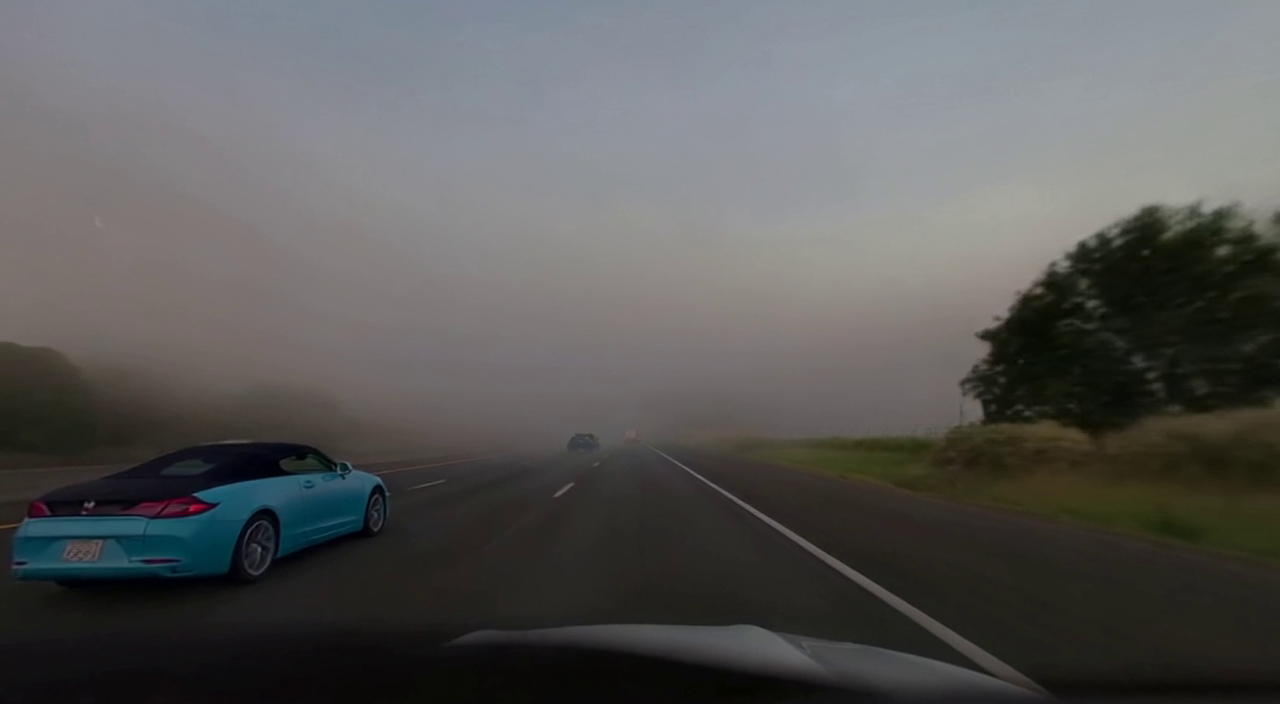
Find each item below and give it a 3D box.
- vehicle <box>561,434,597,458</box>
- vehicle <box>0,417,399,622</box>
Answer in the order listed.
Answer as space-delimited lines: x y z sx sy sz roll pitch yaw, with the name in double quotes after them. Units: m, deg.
-3.887 6.047 40.758 2.024 1.456 3.754 0 -8 -1 "vehicle"
-4.286 1.451 6.526 1.969 1.413 4.194 0 -8 -1 "vehicle"
